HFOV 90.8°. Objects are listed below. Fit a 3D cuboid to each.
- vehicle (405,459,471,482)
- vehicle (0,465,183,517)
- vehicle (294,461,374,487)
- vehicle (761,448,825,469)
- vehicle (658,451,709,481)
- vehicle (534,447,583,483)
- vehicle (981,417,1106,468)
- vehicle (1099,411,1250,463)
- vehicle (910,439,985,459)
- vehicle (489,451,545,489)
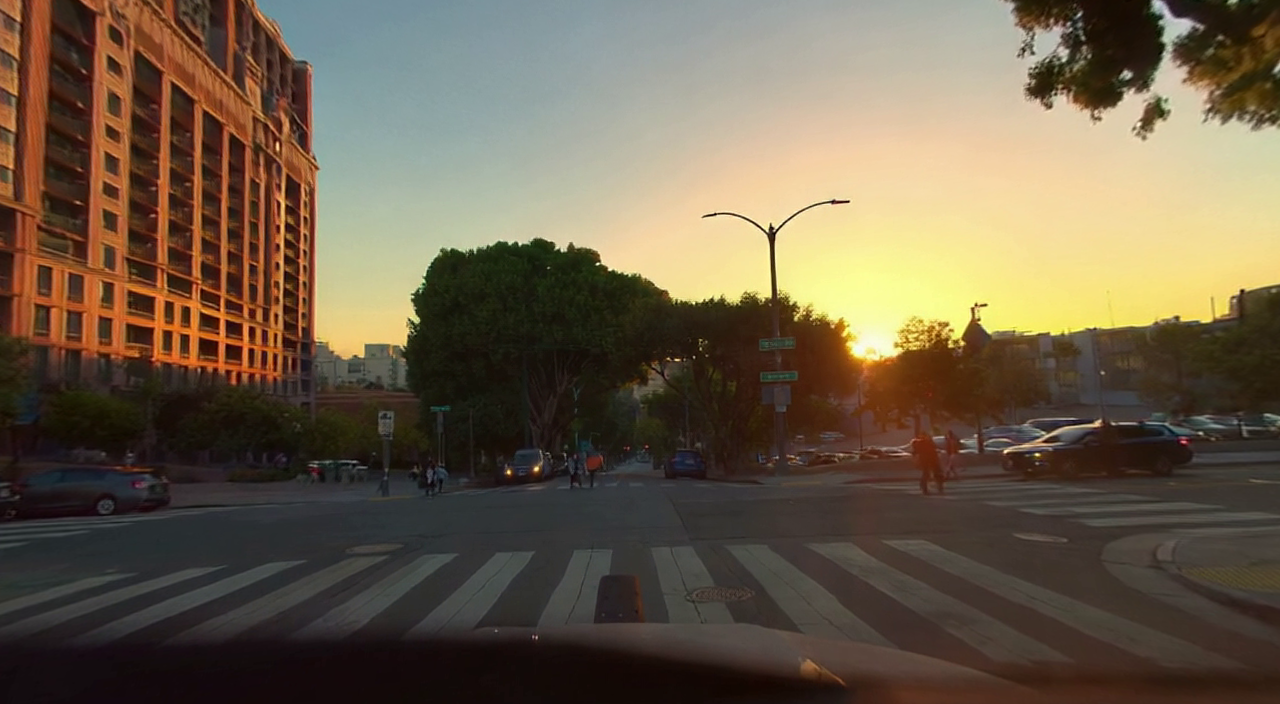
[{"bbox_3d":[-14.850,8.724,46.568,4.203,1.544,1.889,-1,-8,5],"label":"vehicle"},{"bbox_3d":[-17.328,4.327,19.892,4.439,1.448,1.793,0,-9,-1],"label":"vehicle"},{"bbox_3d":[-22.661,9.044,46.948,4.844,1.836,2.117,-1,-8,5],"label":"vehicle"},{"bbox_3d":[11.998,8.369,49.839,4.552,1.539,1.785,0,-9,-2],"label":"vehicle"},{"bbox_3d":[2.507,6.681,37.272,1.942,1.603,3.785,4,-9,-13],"label":"vehicle"},{"bbox_3d":[-4.544,6.428,35.852,2.102,1.768,4.290,-3,-10,2],"label":"vehicle"},{"bbox_3d":[16.728,3.860,26.555,2.041,1.921,4.574,0,-9,-2],"label":"vehicle"},{"bbox_3d":[22.289,3.607,26.706,2.137,1.962,4.988,-1,-8,3],"label":"vehicle"},{"bbox_3d":[22.986,7.254,47.316,4.528,1.475,2.070,0,-8,3],"label":"vehicle"},{"bbox_3d":[-7.641,7.358,39.773,2.193,1.814,5.061,-9,-8,0],"label":"vehicle"}]
